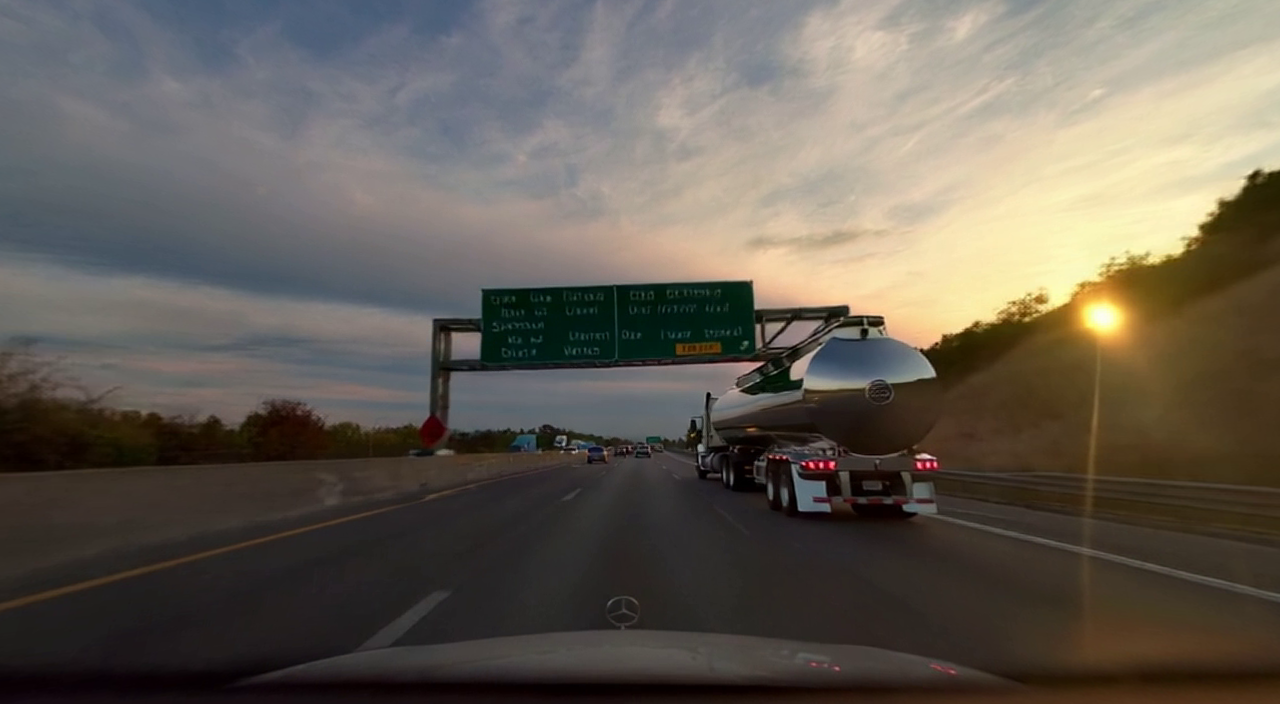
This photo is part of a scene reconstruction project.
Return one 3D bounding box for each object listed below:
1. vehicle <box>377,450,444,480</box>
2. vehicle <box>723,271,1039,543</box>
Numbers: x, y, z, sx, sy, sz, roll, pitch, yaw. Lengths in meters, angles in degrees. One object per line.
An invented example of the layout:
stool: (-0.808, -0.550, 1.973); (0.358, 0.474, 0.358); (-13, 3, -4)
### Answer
vehicle: (-11.490, 5.671, 31.895); (1.820, 1.432, 3.977); (0, -9, 1)
vehicle: (3.890, 1.450, 13.506); (2.759, 3.734, 9.708); (0, -9, -1)
